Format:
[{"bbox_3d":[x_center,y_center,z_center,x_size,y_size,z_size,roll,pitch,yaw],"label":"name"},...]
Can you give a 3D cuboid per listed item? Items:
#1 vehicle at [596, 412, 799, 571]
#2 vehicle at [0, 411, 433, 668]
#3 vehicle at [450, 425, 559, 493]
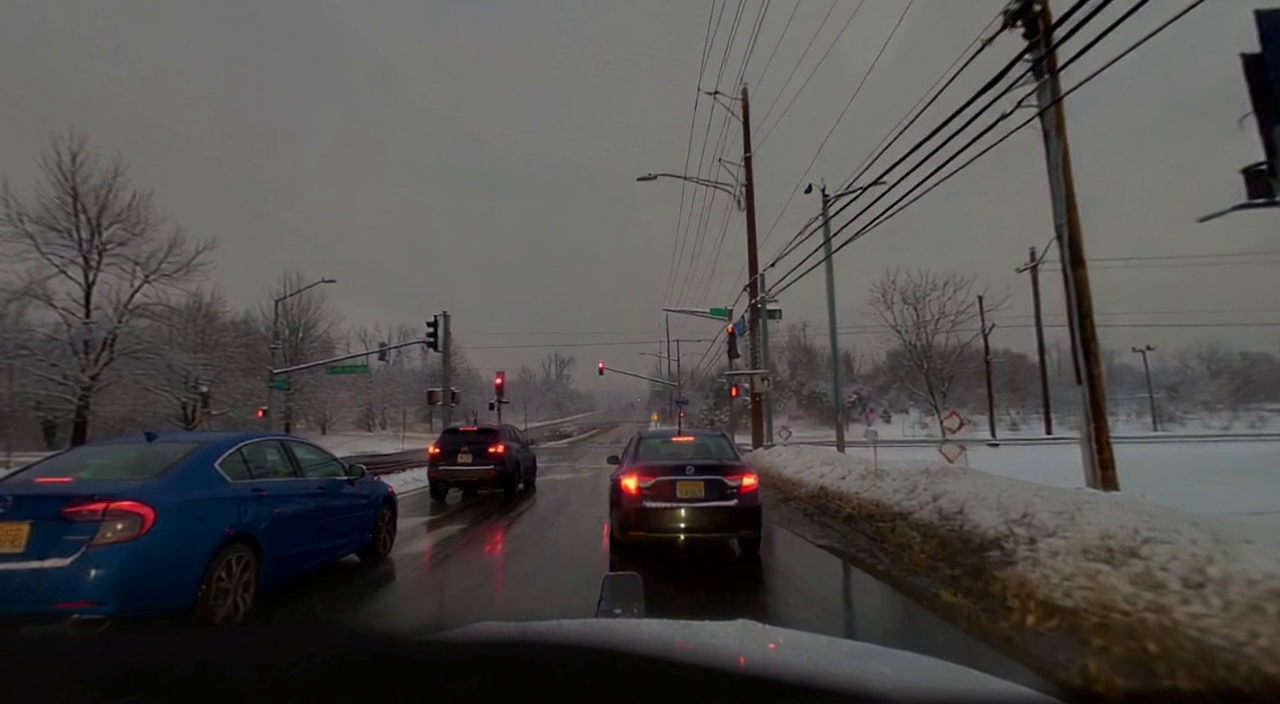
[{"bbox_3d":[0.439,1.656,8.217,1.998,1.529,3.960,1,-8,-4],"label":"vehicle"},{"bbox_3d":[-3.685,1.425,5.998,1.956,1.468,4.585,0,-8,-1],"label":"vehicle"},{"bbox_3d":[-3.304,2.706,16.221,1.984,1.505,4.047,0,-8,-1],"label":"vehicle"}]
